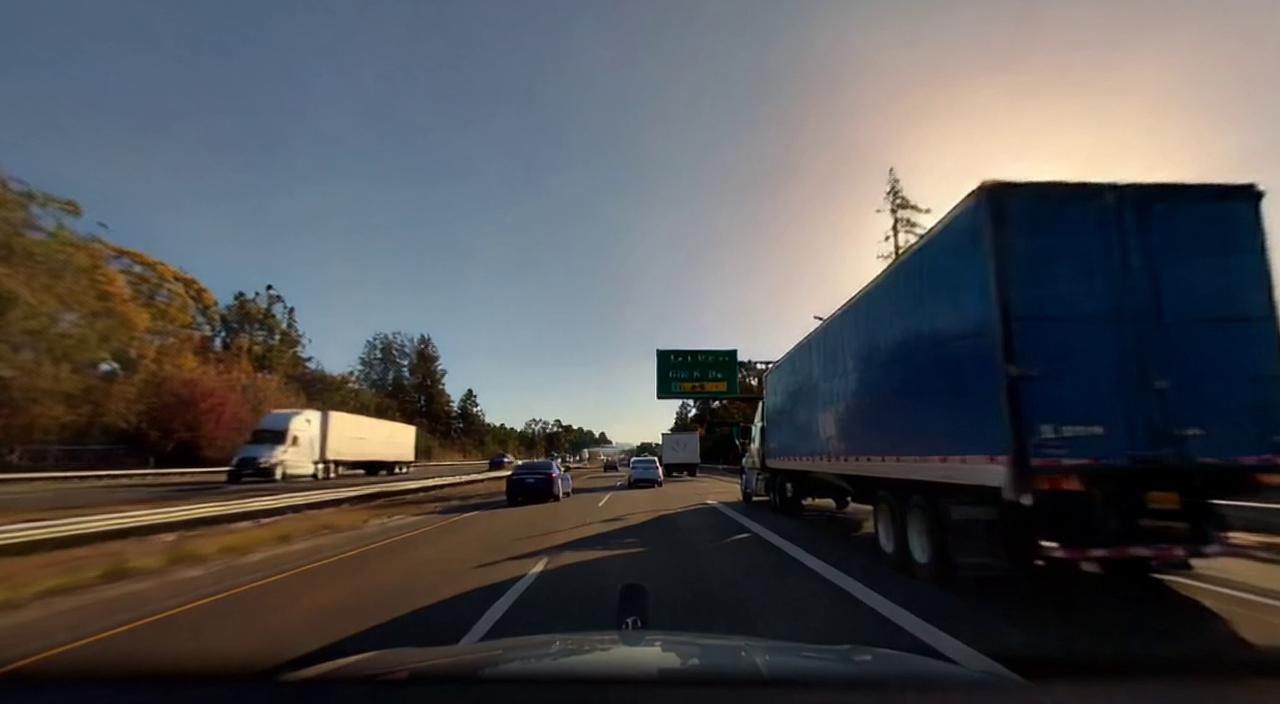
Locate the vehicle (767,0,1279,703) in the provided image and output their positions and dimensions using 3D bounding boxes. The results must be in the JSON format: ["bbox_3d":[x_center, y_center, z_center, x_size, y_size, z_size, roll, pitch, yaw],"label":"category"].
[{"bbox_3d":[4.759,1.021,9.789,2.877,4.035,13.897,0,-9,1],"label":"vehicle"}]

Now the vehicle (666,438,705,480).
[{"bbox_3d":[3.582,8.227,48.397,2.650,2.978,6.937,-1,-10,6],"label":"vehicle"}]

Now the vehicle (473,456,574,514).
[{"bbox_3d":[-3.281,3.846,18.657,2.105,1.467,4.099,0,-9,1],"label":"vehicle"}]

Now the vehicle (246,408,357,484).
[{"bbox_3d":[-19.597,5.526,37.004,3.015,4.041,5.879,0,-9,0],"label":"vehicle"}]

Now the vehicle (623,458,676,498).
[{"bbox_3d":[0.374,5.256,26.650,2.089,1.516,4.191,0,-9,0],"label":"vehicle"}]
